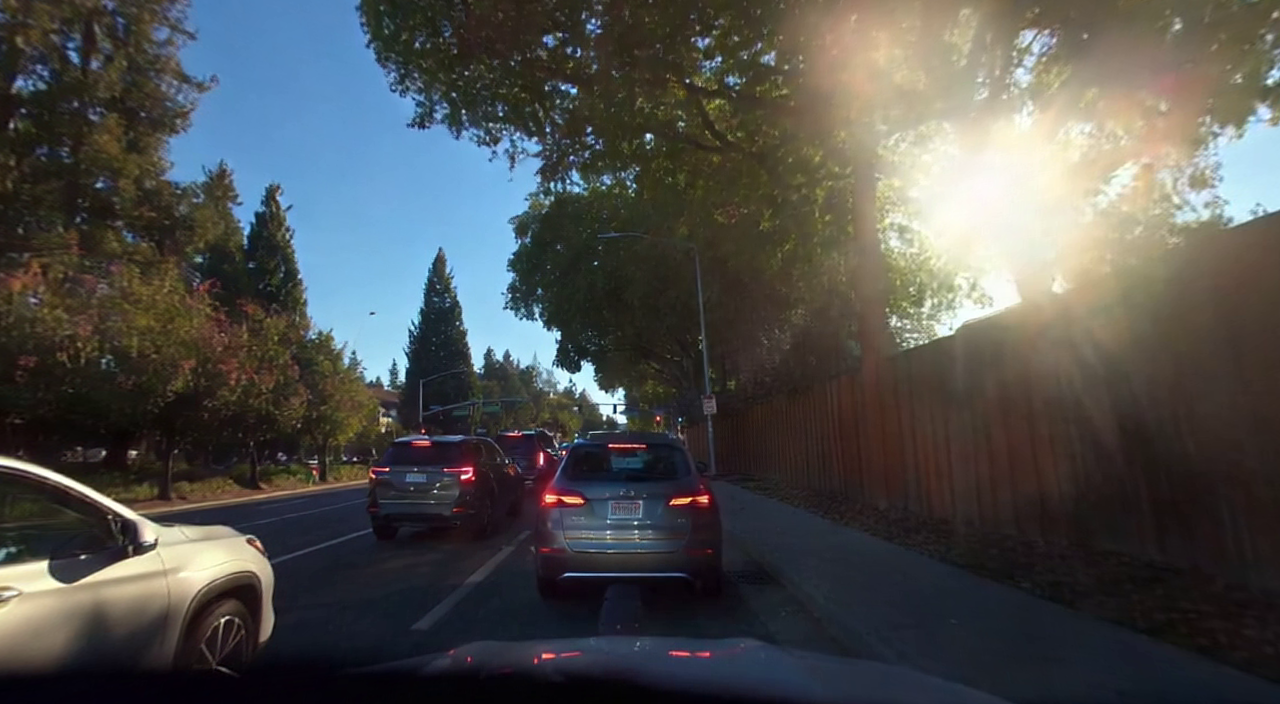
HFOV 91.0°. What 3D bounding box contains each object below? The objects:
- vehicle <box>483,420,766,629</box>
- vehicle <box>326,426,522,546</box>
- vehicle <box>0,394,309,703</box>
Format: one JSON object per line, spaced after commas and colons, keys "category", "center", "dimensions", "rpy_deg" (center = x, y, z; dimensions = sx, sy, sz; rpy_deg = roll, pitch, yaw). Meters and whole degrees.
{"category": "vehicle", "center": [-0.136, 1.513, 6.455], "dimensions": [1.995, 1.460, 3.865], "rpy_deg": [0, -8, -1]}
{"category": "vehicle", "center": [-3.224, 2.061, 10.261], "dimensions": [1.850, 1.582, 3.688], "rpy_deg": [0, -8, 0]}
{"category": "vehicle", "center": [-3.078, 0.836, 1.579], "dimensions": [1.980, 1.520, 4.636], "rpy_deg": [0, -8, 0]}
